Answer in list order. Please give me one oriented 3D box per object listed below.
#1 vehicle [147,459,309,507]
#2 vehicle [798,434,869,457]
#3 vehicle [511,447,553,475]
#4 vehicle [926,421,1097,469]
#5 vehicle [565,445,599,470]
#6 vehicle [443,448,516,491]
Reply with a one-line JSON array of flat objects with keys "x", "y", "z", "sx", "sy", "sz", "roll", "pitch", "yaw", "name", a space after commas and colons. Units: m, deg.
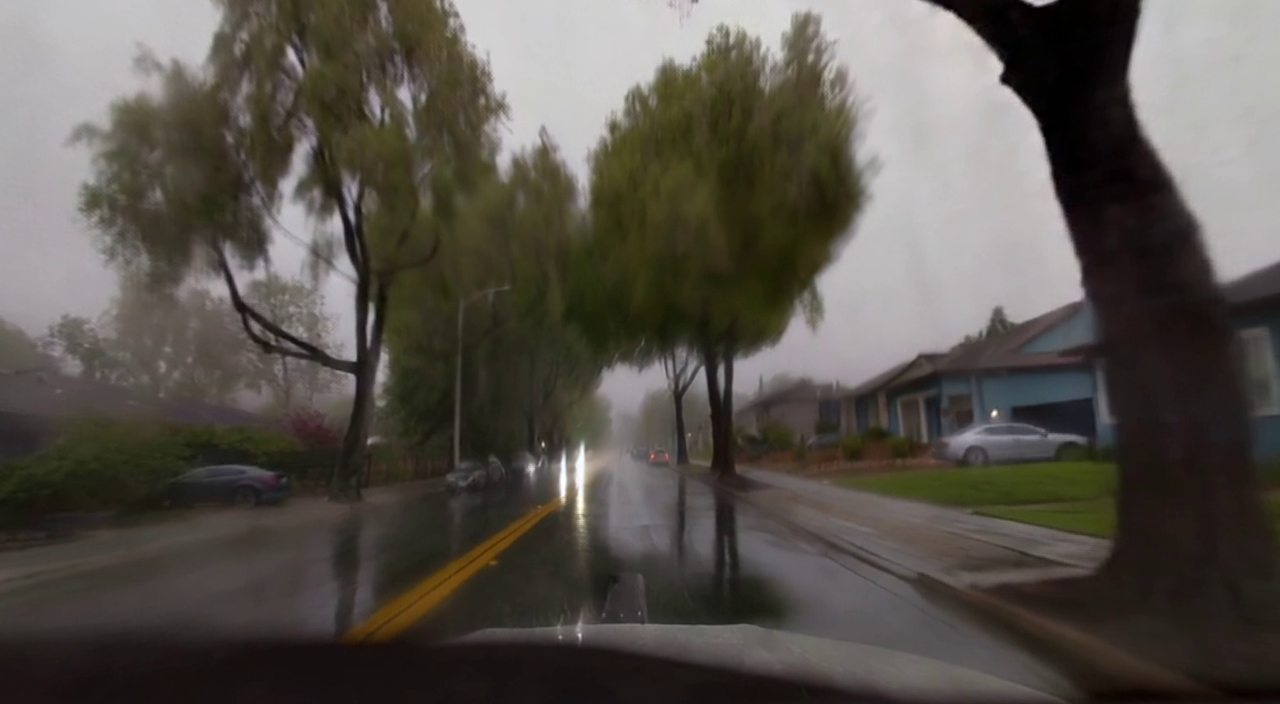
[{"x": -14.045, "y": 4.434, "z": 21.640, "sx": 4.487, "sy": 1.464, "sz": 1.889, "roll": -2, "pitch": -10, "yaw": 11, "name": "vehicle"}, {"x": 12.838, "y": 6.245, "z": 42.167, "sx": 4.370, "sy": 1.433, "sz": 1.889, "roll": -2, "pitch": -10, "yaw": 12, "name": "vehicle"}, {"x": -7.004, "y": 7.133, "z": 41.368, "sx": 2.033, "sy": 1.721, "sz": 4.328, "roll": 0, "pitch": -9, "yaw": -1, "name": "vehicle"}, {"x": 12.227, "y": 3.131, "z": 21.129, "sx": 4.389, "sy": 1.480, "sz": 2.038, "roll": -1, "pitch": -9, "yaw": 9, "name": "vehicle"}, {"x": -4.236, "y": 7.822, "z": 46.868, "sx": 2.106, "sy": 1.688, "sz": 4.392, "roll": 0, "pitch": -9, "yaw": -1, "name": "vehicle"}, {"x": -6.746, "y": 4.978, "z": 27.032, "sx": 2.031, "sy": 1.662, "sz": 4.194, "roll": 0, "pitch": -9, "yaw": 0, "name": "vehicle"}]
